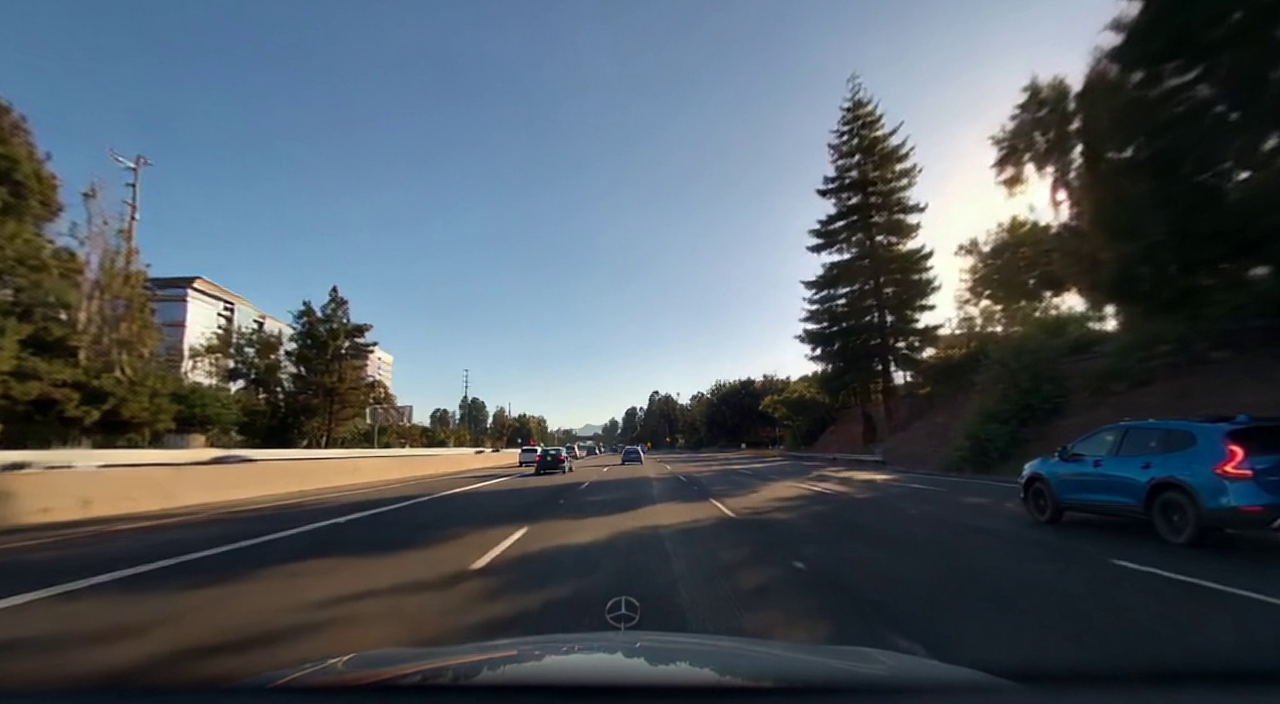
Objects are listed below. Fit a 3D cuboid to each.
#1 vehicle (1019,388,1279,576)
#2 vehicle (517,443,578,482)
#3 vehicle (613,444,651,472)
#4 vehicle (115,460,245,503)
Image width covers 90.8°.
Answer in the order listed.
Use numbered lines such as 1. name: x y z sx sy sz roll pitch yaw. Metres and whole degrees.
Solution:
1. vehicle: 7.207 1.504 7.796 2.028 1.801 4.741 -1 -9 -1
2. vehicle: -3.791 4.602 26.690 1.886 1.465 4.625 -1 -9 0
3. vehicle: -0.442 6.026 36.043 1.997 1.485 4.094 -1 -9 0
4. vehicle: -18.942 5.315 26.352 1.937 1.502 4.721 0 -9 -2
